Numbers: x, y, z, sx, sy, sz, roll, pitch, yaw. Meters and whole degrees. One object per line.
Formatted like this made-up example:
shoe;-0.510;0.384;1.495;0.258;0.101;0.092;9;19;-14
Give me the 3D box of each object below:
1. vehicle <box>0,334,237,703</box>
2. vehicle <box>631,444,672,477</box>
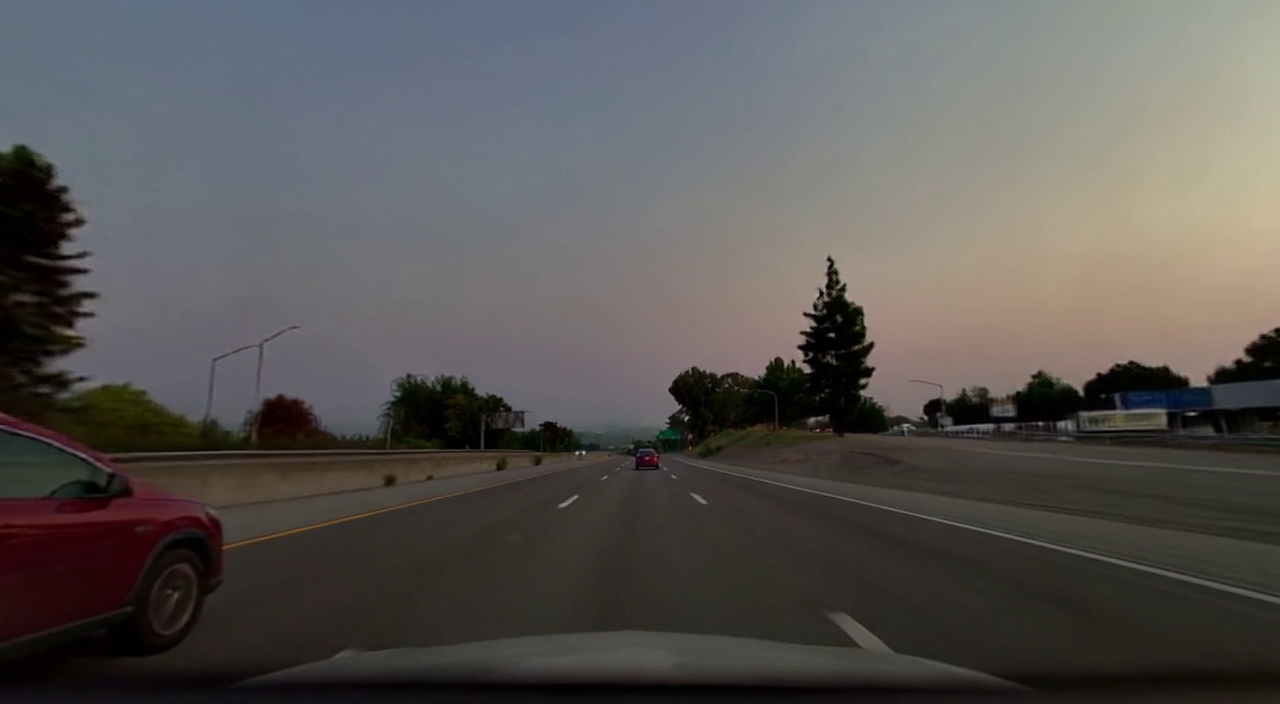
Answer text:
vehicle;-3.894;0.714;1.984;2.139;1.804;4.611;0;-9;0
vehicle;0.612;6.032;35.173;2.087;1.682;4.388;0;-9;0
